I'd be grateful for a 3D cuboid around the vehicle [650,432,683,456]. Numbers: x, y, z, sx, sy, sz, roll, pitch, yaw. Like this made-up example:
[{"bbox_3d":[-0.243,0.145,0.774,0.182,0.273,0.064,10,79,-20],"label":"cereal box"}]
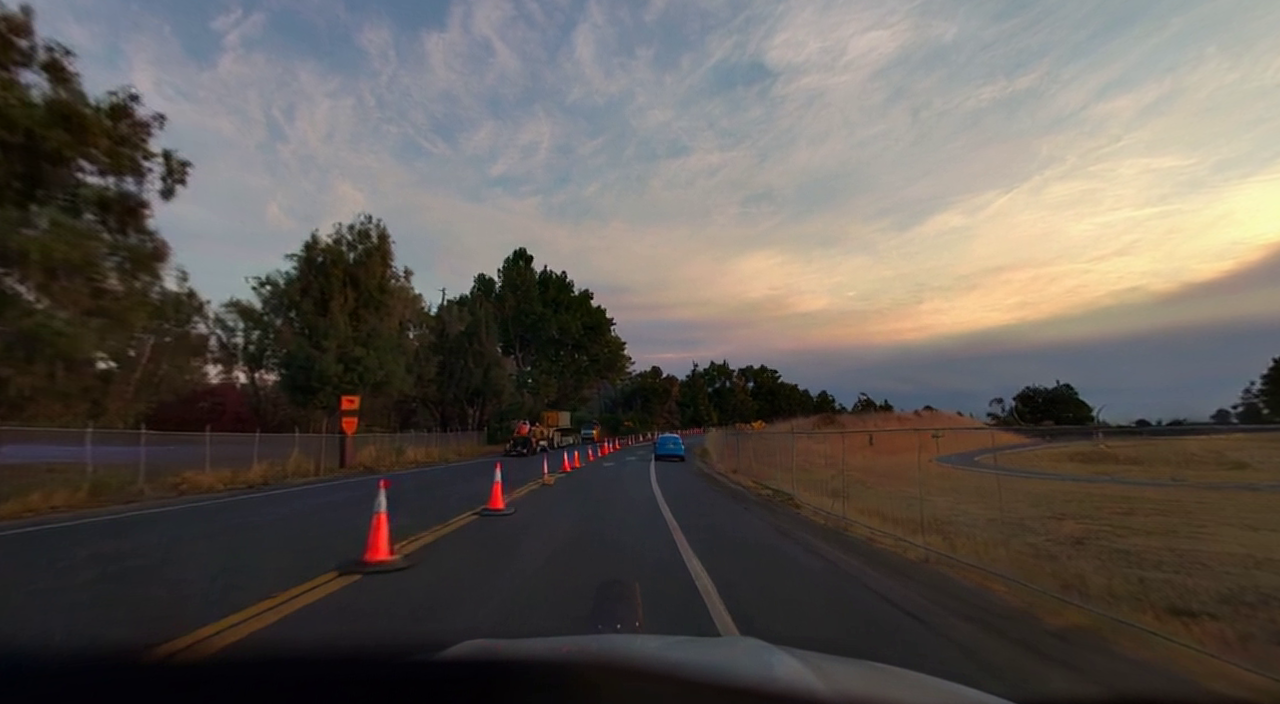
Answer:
[{"bbox_3d":[1.785,6.226,42.665,2.172,1.486,3.581,0,-9,2],"label":"vehicle"}]
